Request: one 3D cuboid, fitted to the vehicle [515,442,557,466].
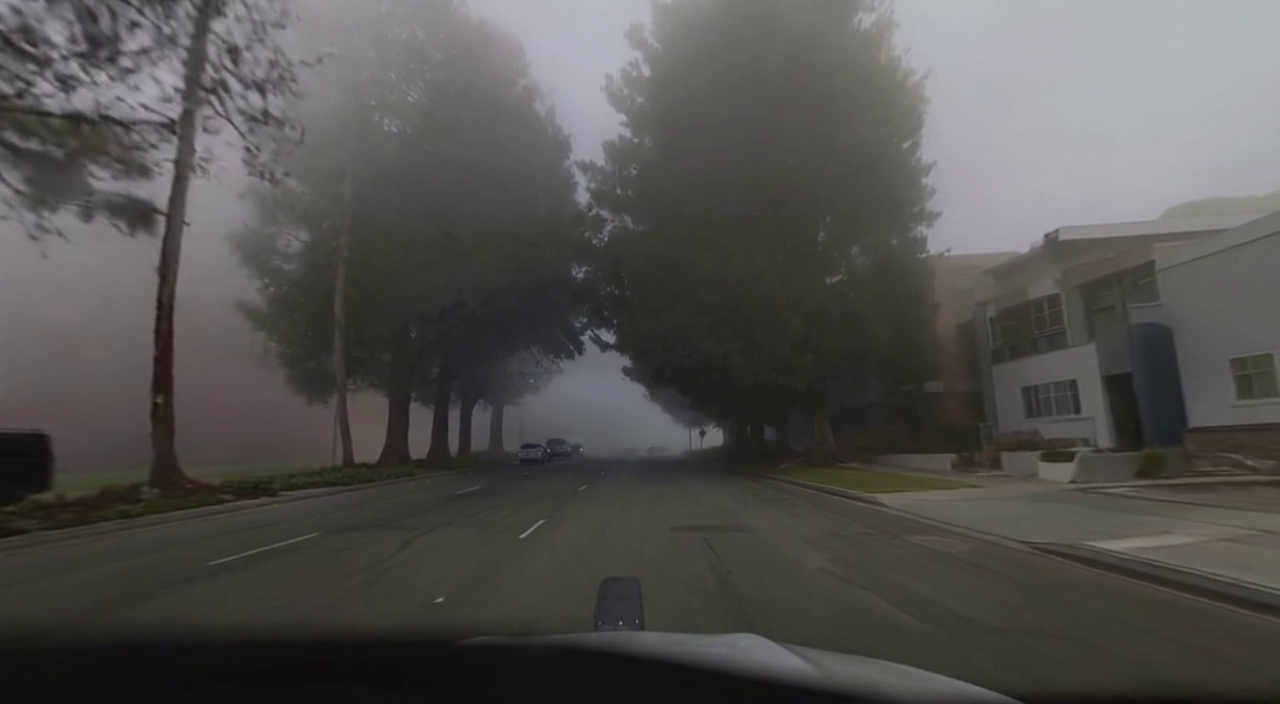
[{"bbox_3d":[-6.731,6.646,41.229,1.970,1.456,4.441,0,-9,0],"label":"vehicle"}]
